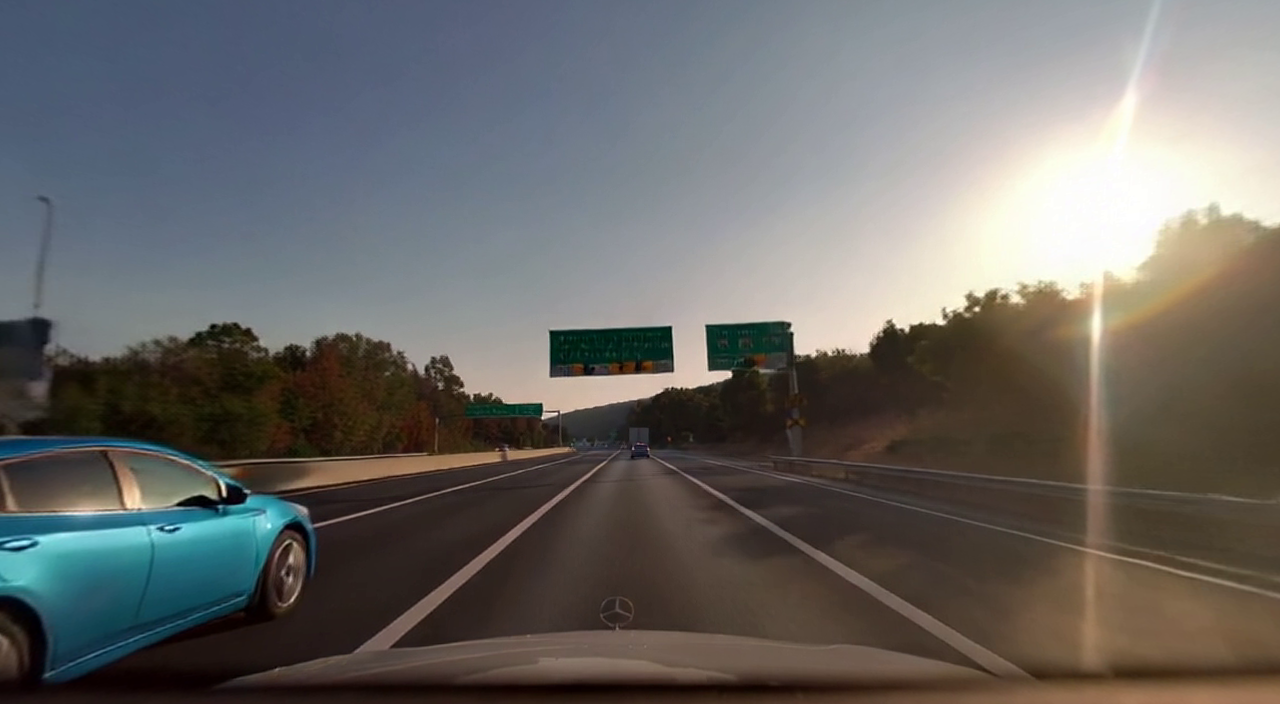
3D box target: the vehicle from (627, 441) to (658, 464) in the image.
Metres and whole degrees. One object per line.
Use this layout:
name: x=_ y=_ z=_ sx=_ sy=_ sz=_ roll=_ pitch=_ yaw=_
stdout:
vehicle: x=0.128 y=6.820 z=42.920 sx=2.028 sy=1.440 sz=3.690 roll=0 pitch=-8 yaw=-1
